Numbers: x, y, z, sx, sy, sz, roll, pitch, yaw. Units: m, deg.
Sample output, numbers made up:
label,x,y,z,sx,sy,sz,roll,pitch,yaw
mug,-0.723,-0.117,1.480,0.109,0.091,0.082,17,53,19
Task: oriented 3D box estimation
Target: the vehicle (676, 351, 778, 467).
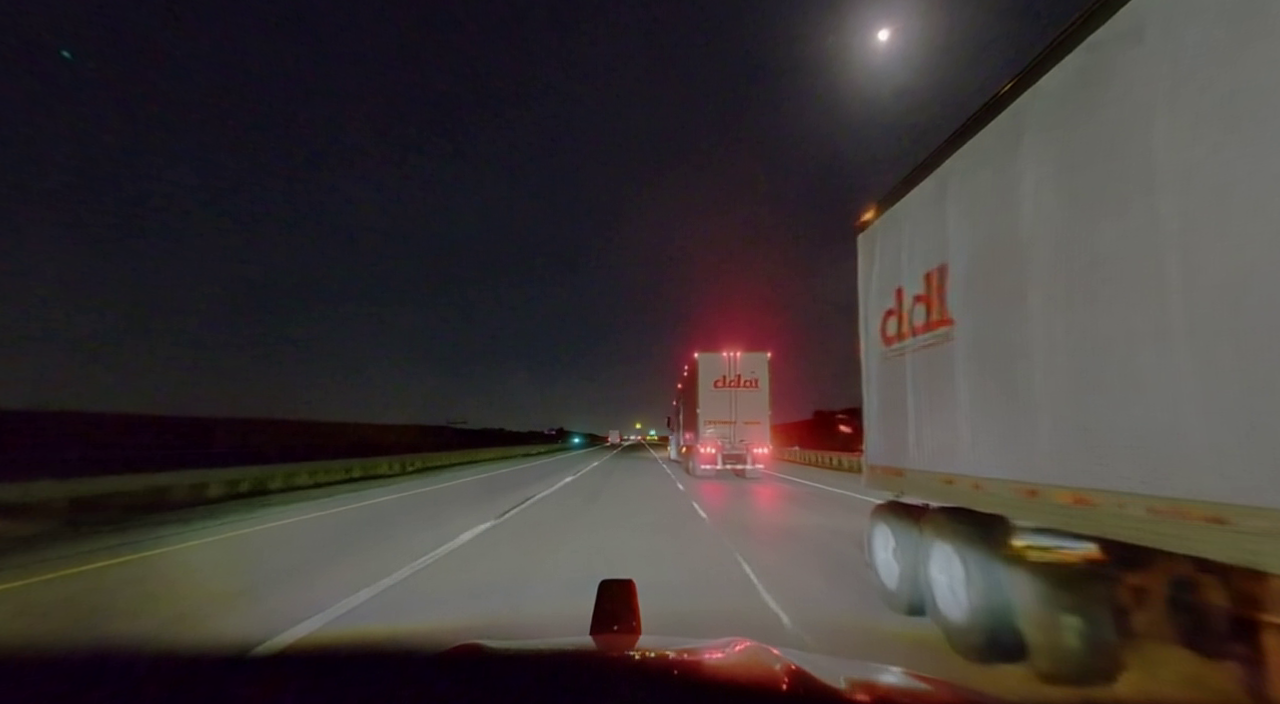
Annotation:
label,x,y,z,sx,sy,sz,roll,pitch,yaw
vehicle,3.582,3.043,30.252,3.034,4.194,14.704,0,-8,1
